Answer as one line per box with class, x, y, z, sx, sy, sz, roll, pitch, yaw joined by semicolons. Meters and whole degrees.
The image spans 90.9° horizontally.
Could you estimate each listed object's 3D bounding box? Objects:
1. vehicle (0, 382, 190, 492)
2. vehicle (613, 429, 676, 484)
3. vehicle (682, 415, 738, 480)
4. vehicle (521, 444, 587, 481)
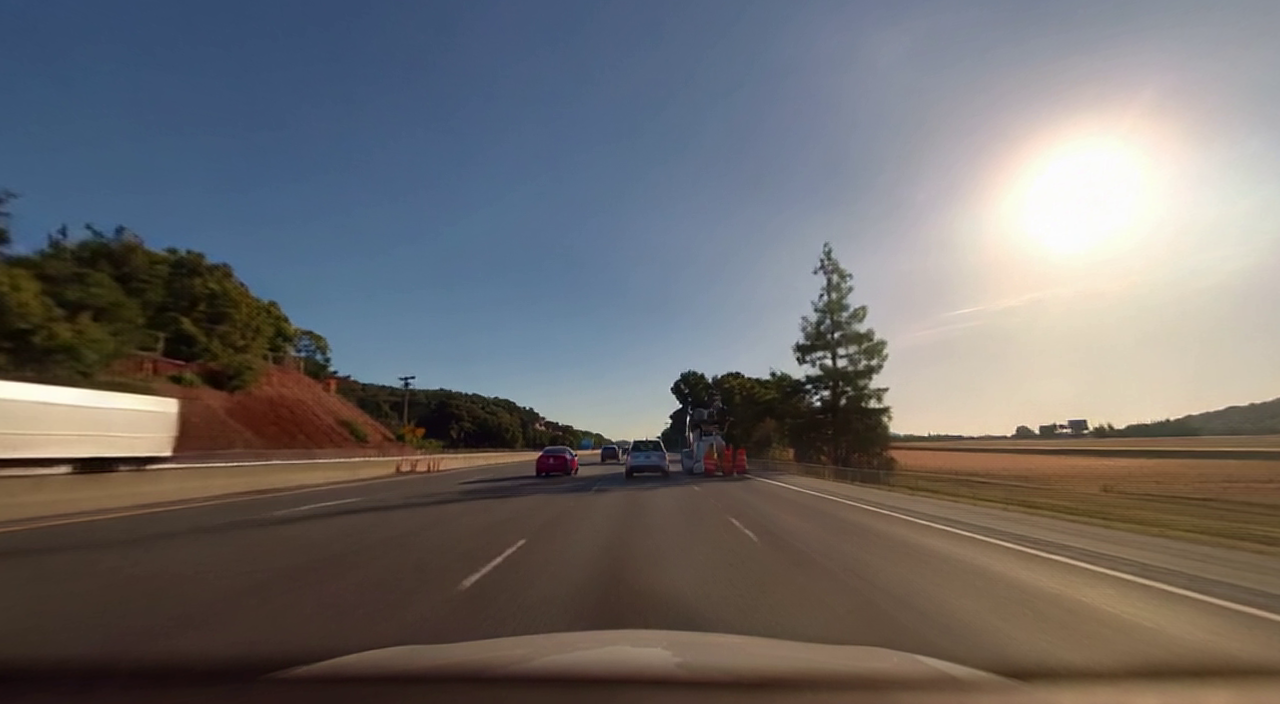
vehicle;-25.193;3.653;26.648;2.810;4.052;12.776;0;-9;0
vehicle;0.197;4.176;25.476;2.308;1.993;4.631;0;-8;1
vehicle;4.470;6.374;42.228;2.793;3.828;9.580;0;-9;1
vehicle;-3.636;4.759;27.420;2.096;1.469;4.319;0;-8;2
